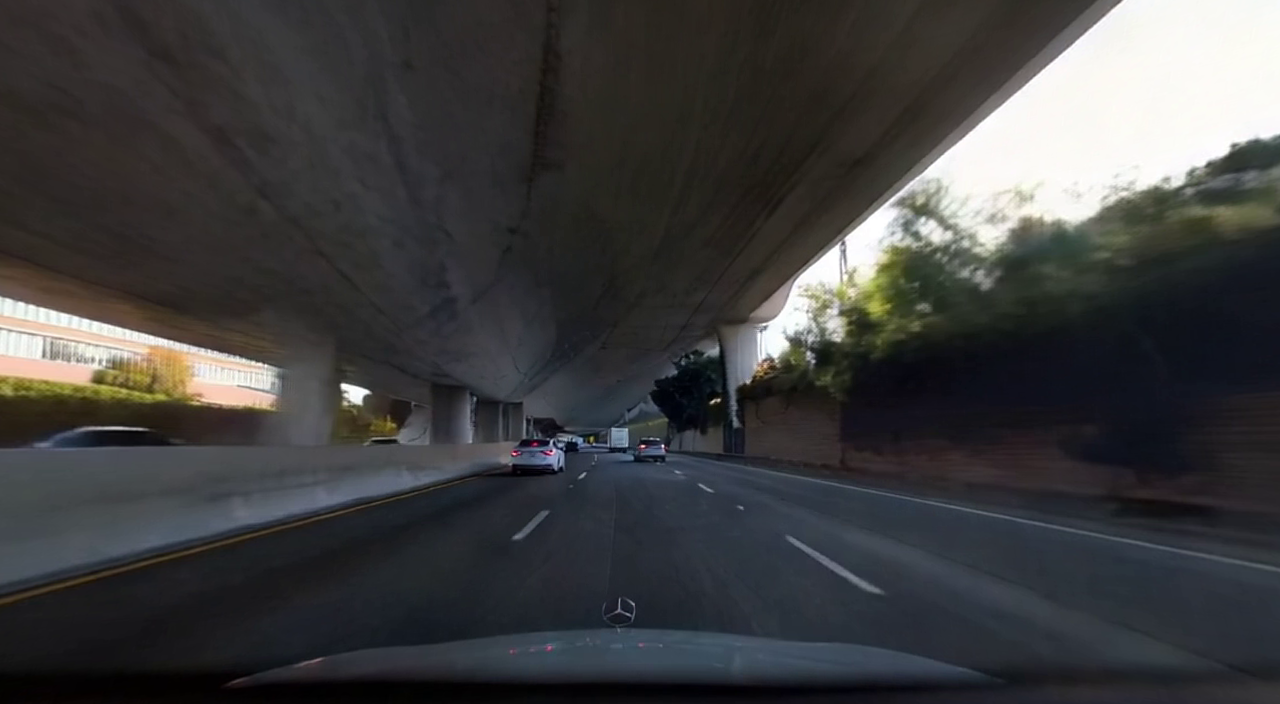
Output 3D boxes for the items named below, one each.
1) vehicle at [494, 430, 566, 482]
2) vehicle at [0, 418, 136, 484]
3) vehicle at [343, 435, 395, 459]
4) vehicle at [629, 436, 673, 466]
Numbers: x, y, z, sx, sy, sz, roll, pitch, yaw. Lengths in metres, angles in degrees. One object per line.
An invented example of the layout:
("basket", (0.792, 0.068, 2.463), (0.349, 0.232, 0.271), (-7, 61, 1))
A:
("vehicle", (-4.007, 3.873, 23.714), (2.080, 1.733, 4.410), (0, -8, -2))
("vehicle", (-16.863, 2.757, 17.681), (1.982, 1.612, 4.185), (0, -8, -2))
("vehicle", (-17.989, 6.313, 41.961), (1.853, 1.517, 3.978), (0, -8, -3))
("vehicle", (0.576, 5.808, 37.019), (2.078, 1.608, 3.982), (0, -8, -6))
